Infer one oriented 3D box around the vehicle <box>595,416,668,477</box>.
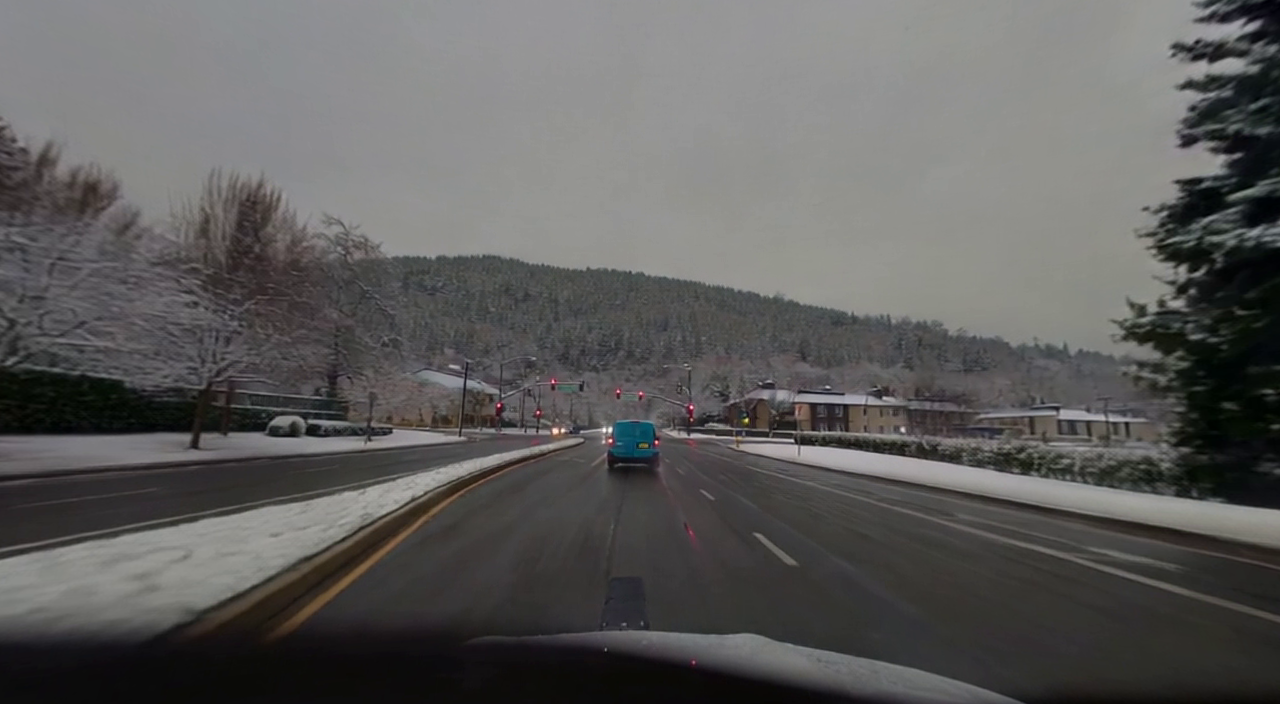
[{"bbox_3d":[-0.274,3.154,21.141,2.185,1.822,4.391,0,-8,0],"label":"vehicle"}]
